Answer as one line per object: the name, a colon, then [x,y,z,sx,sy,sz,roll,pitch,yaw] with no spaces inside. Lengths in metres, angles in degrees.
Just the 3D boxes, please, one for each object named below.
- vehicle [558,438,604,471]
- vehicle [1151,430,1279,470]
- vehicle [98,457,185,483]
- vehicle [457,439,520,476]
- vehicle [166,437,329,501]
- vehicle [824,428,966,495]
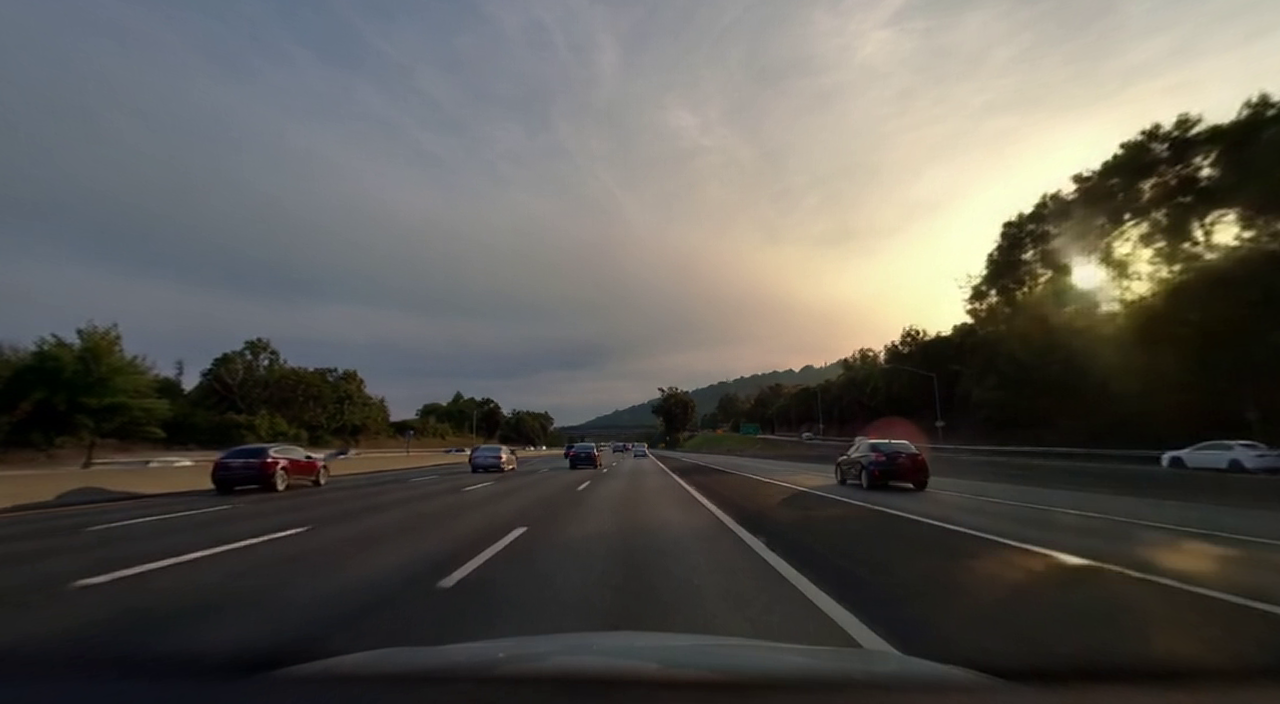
vehicle: [-3.701,6.514,40.218,2.288,1.962,5.119,0,-9,2]
vehicle: [27.666,4.685,30.181,2.051,1.728,4.927,1,-9,-2]
vehicle: [-32.191,7.617,40.859,1.870,1.519,4.617,0,-9,1]
vehicle: [-7.722,5.422,32.541,2.087,1.755,4.457,0,-9,0]
vehicle: [-11.263,3.371,18.534,1.958,1.633,4.302,0,-9,0]
vehicle: [7.678,3.359,19.653,2.259,1.816,4.862,0,-9,-2]
